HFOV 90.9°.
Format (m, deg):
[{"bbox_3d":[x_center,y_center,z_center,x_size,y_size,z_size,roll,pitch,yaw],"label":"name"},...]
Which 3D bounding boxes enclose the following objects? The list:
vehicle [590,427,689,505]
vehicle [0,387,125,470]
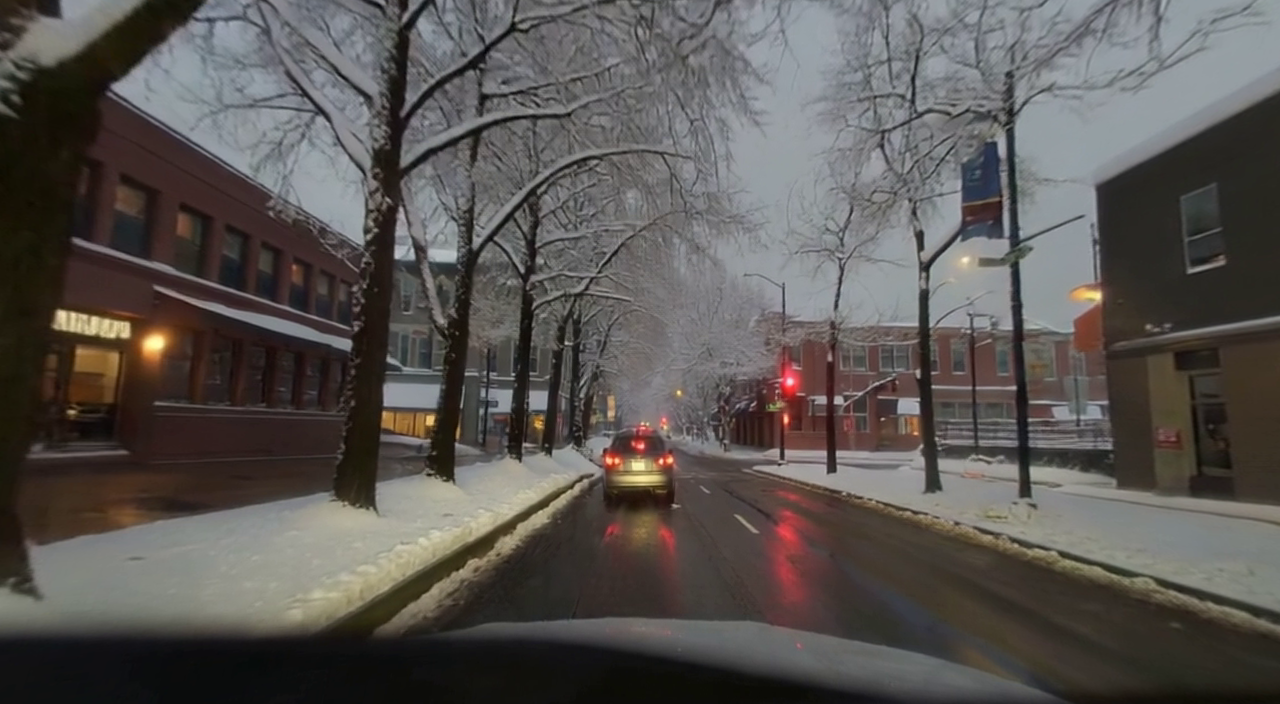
[{"bbox_3d":[-0.049,2.698,15.267,2.079,1.621,3.861,0,-9,-1],"label":"vehicle"},{"bbox_3d":[-14.737,1.762,14.226,2.027,1.758,5.254,0,-9,-4],"label":"vehicle"}]
